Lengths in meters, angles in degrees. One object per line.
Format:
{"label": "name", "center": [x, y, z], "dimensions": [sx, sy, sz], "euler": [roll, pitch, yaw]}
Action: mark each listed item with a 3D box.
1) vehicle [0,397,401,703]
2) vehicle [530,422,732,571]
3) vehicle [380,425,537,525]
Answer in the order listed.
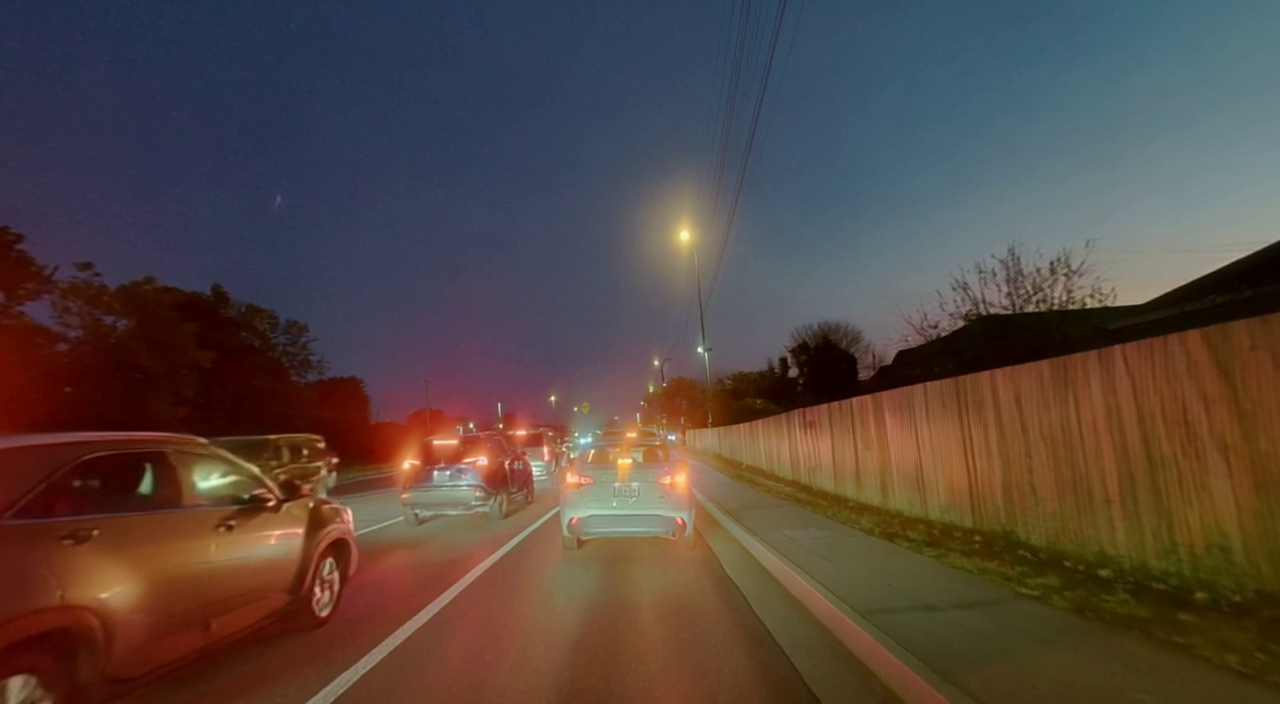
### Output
{"label": "vehicle", "center": [-3.155, 1.084, 3.247], "dimensions": [1.980, 1.520, 4.636], "euler": [0, -8, 1]}
{"label": "vehicle", "center": [-0.126, 1.722, 8.230], "dimensions": [1.995, 1.460, 3.865], "euler": [0, -8, -1]}
{"label": "vehicle", "center": [-3.226, 2.255, 11.991], "dimensions": [1.850, 1.582, 3.688], "euler": [0, -8, 0]}
